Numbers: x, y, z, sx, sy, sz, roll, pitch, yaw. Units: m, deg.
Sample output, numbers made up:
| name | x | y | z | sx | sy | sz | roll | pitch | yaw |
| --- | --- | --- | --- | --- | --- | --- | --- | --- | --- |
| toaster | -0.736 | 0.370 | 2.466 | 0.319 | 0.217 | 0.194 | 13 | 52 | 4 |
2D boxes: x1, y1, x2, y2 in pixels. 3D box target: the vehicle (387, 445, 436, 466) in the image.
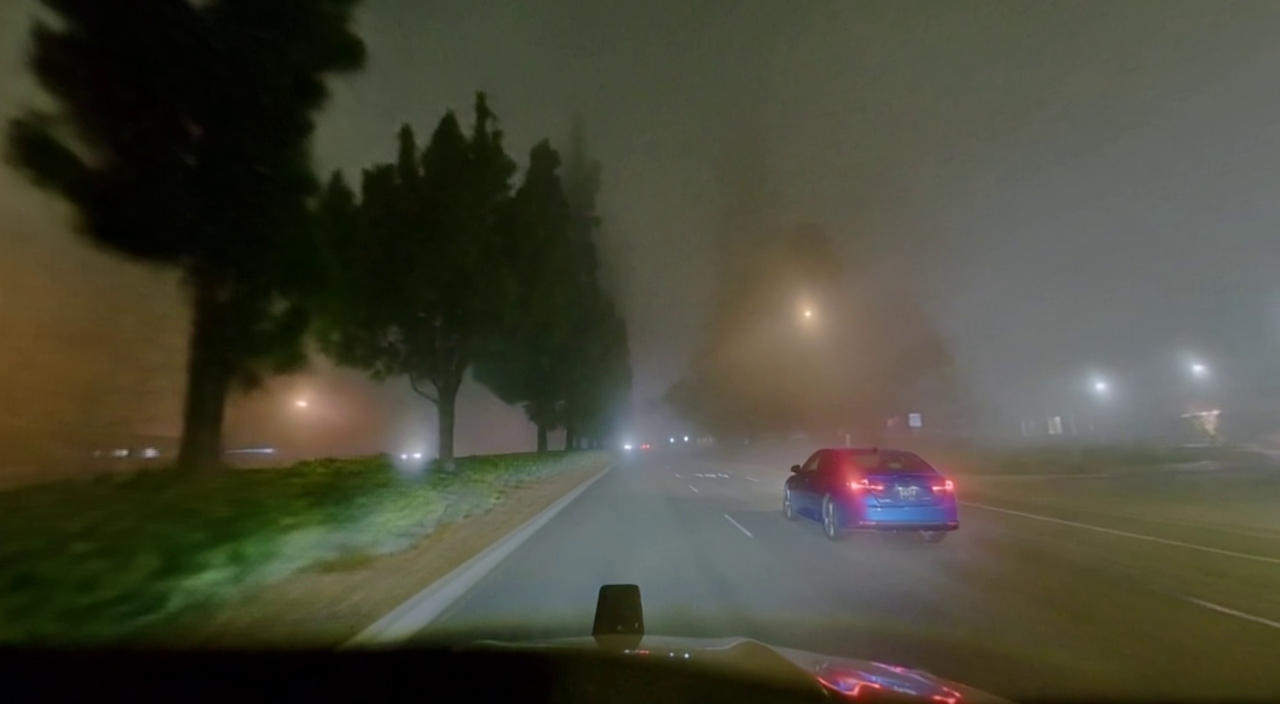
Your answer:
| name | x | y | z | sx | sy | sz | roll | pitch | yaw |
| --- | --- | --- | --- | --- | --- | --- | --- | --- | --- |
| vehicle | -17.114 | 7.754 | 47.620 | 1.921 | 1.466 | 4.804 | 0 | -8 | 0 |

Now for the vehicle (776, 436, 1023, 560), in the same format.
| name | x | y | z | sx | sy | sz | roll | pitch | yaw |
| --- | --- | --- | --- | --- | --- | --- | --- | --- | --- |
| vehicle | 3.609 | 2.083 | 9.820 | 1.950 | 1.473 | 4.259 | 0 | -8 | -1 |
